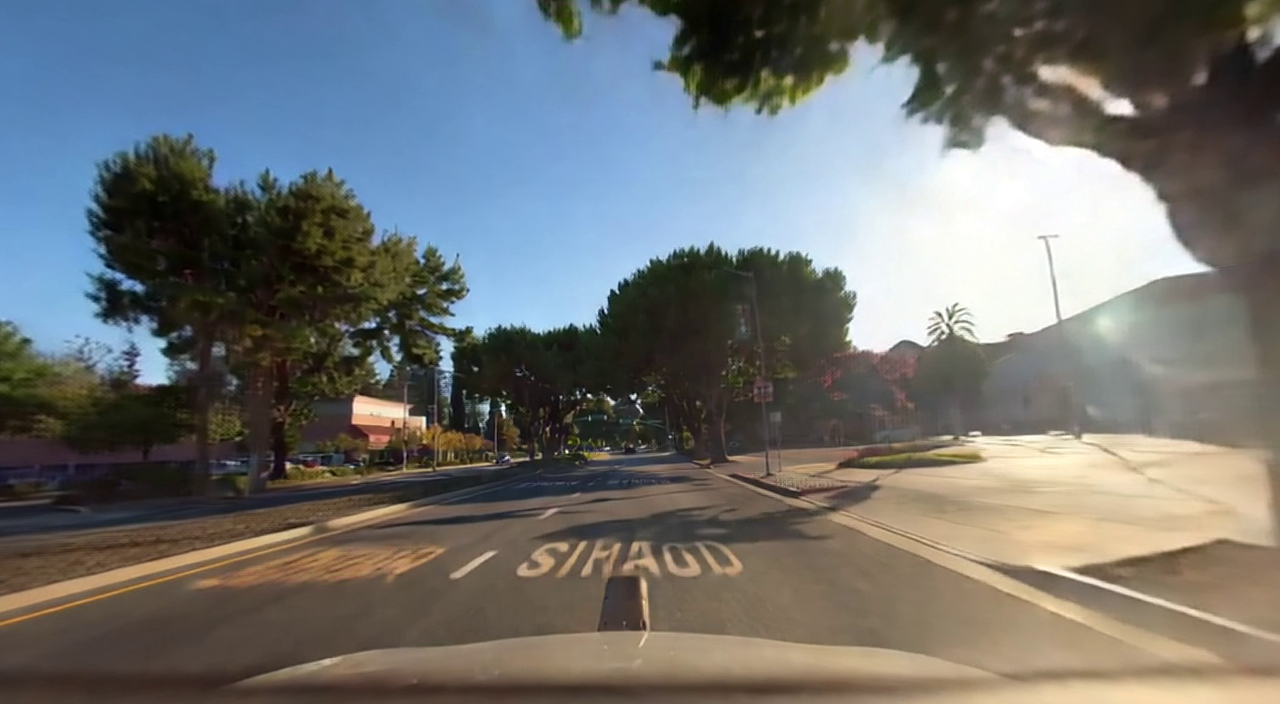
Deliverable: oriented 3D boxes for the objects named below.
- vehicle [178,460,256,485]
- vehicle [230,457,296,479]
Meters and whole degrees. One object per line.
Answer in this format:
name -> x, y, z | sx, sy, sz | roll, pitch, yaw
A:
vehicle -> -27.720, 7.876, 41.209 | 3.797, 1.527, 1.830 | 0, -9, 0
vehicle -> -28.332, 8.697, 47.239 | 3.664, 1.564, 2.023 | 0, -9, 1
